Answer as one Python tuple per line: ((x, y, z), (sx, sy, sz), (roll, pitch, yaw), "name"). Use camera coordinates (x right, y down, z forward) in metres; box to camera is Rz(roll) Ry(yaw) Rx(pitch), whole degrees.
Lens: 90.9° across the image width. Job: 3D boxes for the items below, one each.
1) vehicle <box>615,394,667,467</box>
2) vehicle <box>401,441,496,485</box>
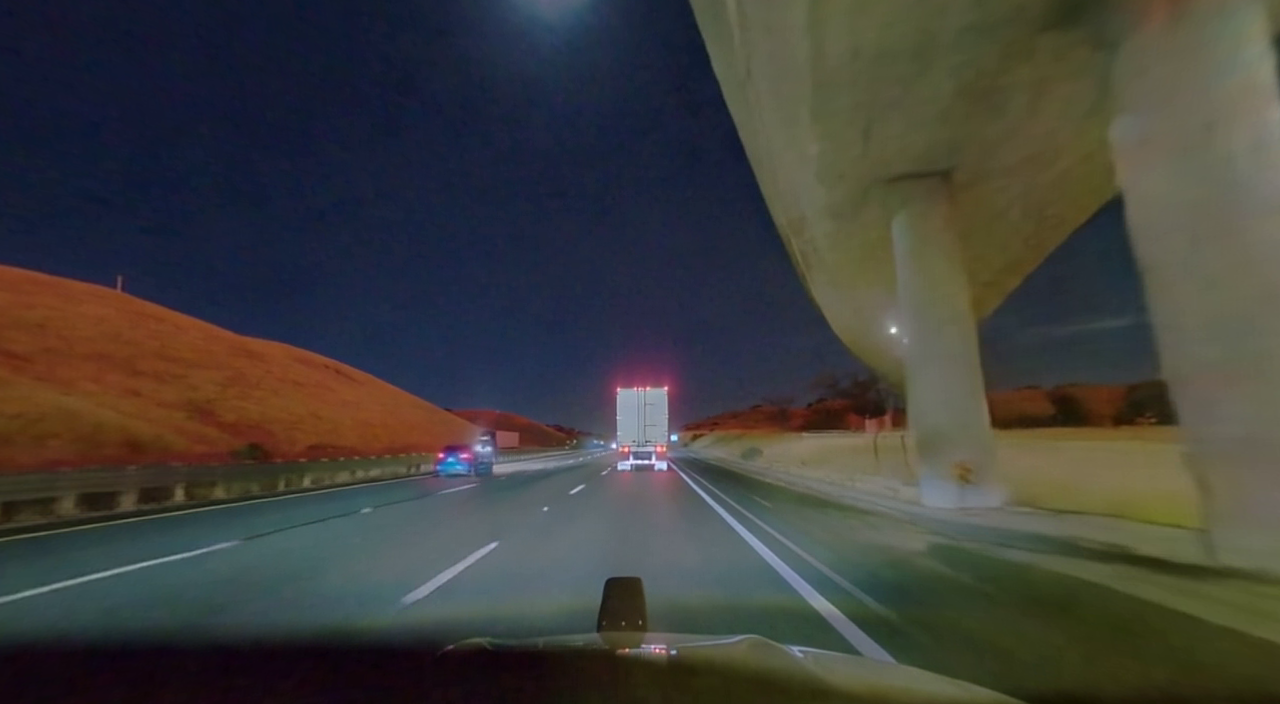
((0.106, 5.162, 40.470), (2.866, 4.014, 11.261), (0, -8, 1), "vehicle")
((-7.097, 4.158, 23.950), (2.078, 1.496, 4.563), (0, -8, 1), "vehicle")
